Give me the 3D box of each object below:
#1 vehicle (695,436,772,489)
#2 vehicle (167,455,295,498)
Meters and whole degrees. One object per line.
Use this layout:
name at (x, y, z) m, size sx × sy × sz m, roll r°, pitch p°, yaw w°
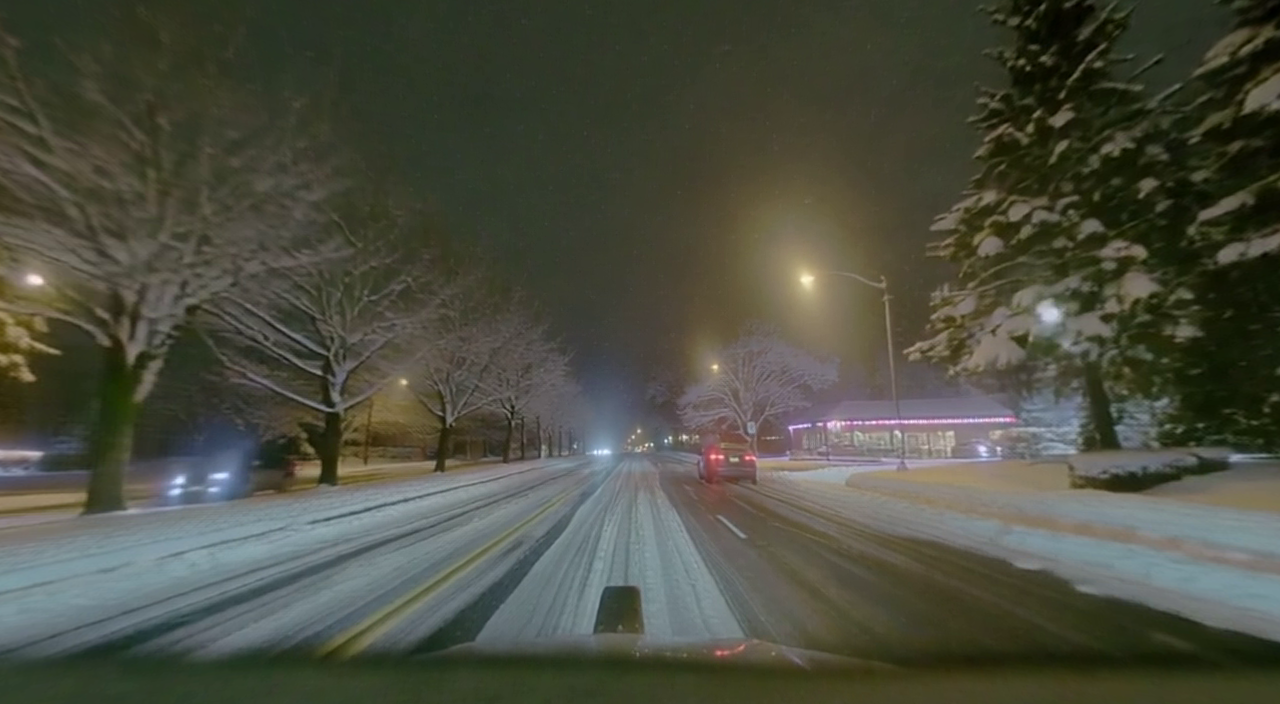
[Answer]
vehicle at (3.298, 3.998, 23.193) m, size 2.083 × 1.743 × 4.354 m, roll 0°, pitch -8°, yaw -1°
vehicle at (-16.360, 4.964, 25.525) m, size 1.934 × 1.497 × 4.745 m, roll 0°, pitch -8°, yaw 1°
